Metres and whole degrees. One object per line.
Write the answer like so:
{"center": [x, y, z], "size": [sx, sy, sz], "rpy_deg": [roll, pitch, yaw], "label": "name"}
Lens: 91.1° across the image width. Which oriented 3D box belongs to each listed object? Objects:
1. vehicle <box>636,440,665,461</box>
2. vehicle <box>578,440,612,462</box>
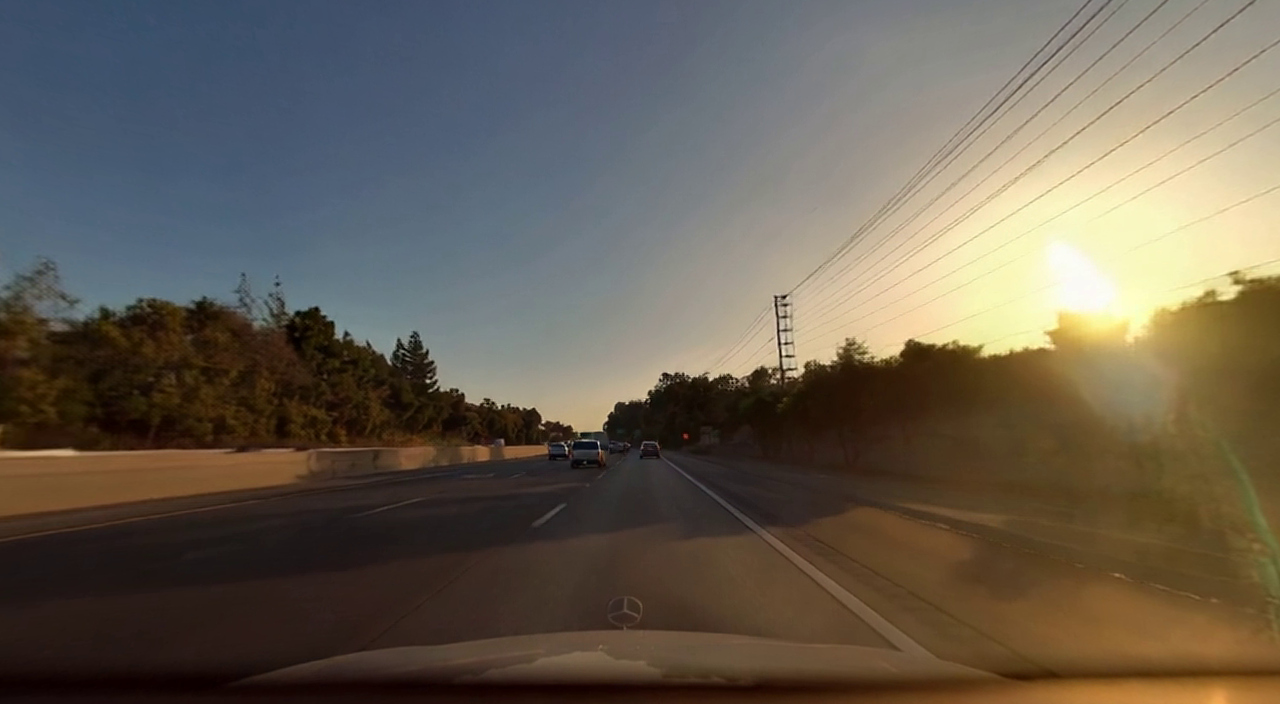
{"center": [0.763, 7.421, 47.433], "size": [2.057, 1.453, 3.926], "rpy_deg": [0, -8, 0], "label": "vehicle"}
{"center": [-3.196, 7.137, 45.240], "size": [2.046, 1.478, 4.111], "rpy_deg": [0, -8, 1], "label": "vehicle"}
